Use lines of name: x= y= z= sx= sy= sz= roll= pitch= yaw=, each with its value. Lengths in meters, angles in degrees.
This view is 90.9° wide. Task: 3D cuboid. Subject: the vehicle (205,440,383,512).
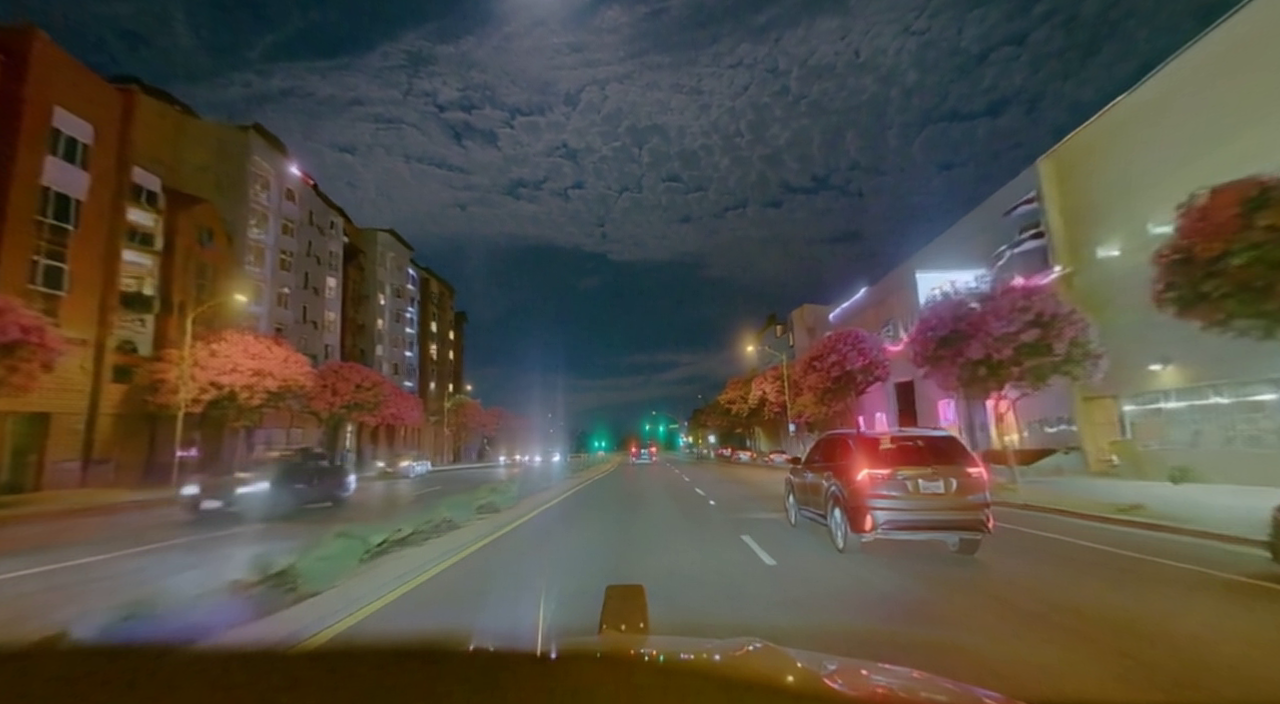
vehicle: x=-8.140 y=2.919 z=15.345 sx=1.931 sy=1.491 sz=4.026 roll=-1 pitch=-8 yaw=2

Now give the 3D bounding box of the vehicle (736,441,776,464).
vehicle: x=8.371 y=7.269 z=45.864 sx=1.919 sy=1.586 sz=4.692 roll=0 pitch=-8 yaw=-1

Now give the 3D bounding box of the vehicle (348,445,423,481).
vehicle: x=-11.663 y=5.095 z=29.184 sx=1.779 sy=1.495 sz=3.766 roll=-1 pitch=-8 yaw=2

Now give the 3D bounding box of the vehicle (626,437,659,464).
vehicle: x=0.227 y=7.068 z=45.367 sx=2.244 sy=1.813 sz=4.129 roll=0 pitch=-8 yaw=1

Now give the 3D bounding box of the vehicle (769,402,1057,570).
vehicle: x=3.337 y=1.740 z=8.953 sx=2.071 sy=1.747 sz=4.549 roll=0 pitch=-8 yaw=1
